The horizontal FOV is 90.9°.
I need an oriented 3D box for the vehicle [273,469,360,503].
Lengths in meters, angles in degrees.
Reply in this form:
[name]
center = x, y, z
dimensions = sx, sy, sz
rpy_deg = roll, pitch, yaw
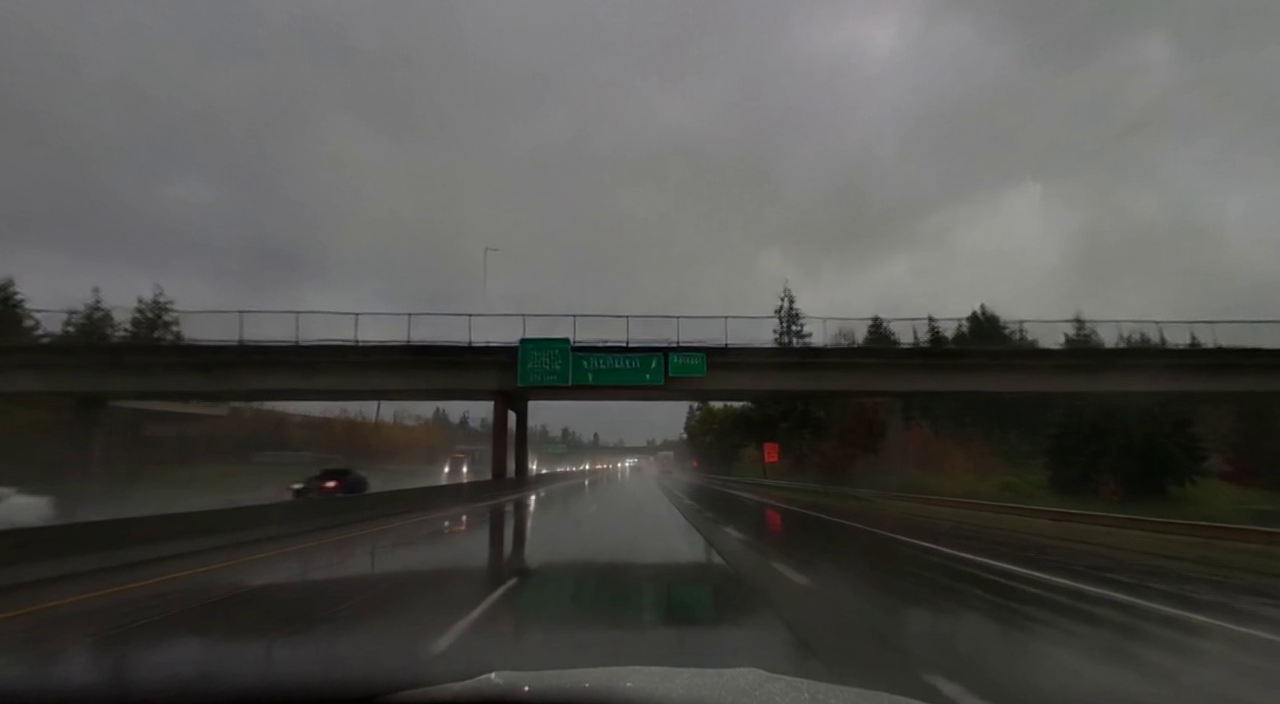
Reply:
[vehicle]
center = -15.806, 6.544, 31.078
dimensions = 1.898, 1.518, 4.496
rpy_deg = 1, -10, 0
